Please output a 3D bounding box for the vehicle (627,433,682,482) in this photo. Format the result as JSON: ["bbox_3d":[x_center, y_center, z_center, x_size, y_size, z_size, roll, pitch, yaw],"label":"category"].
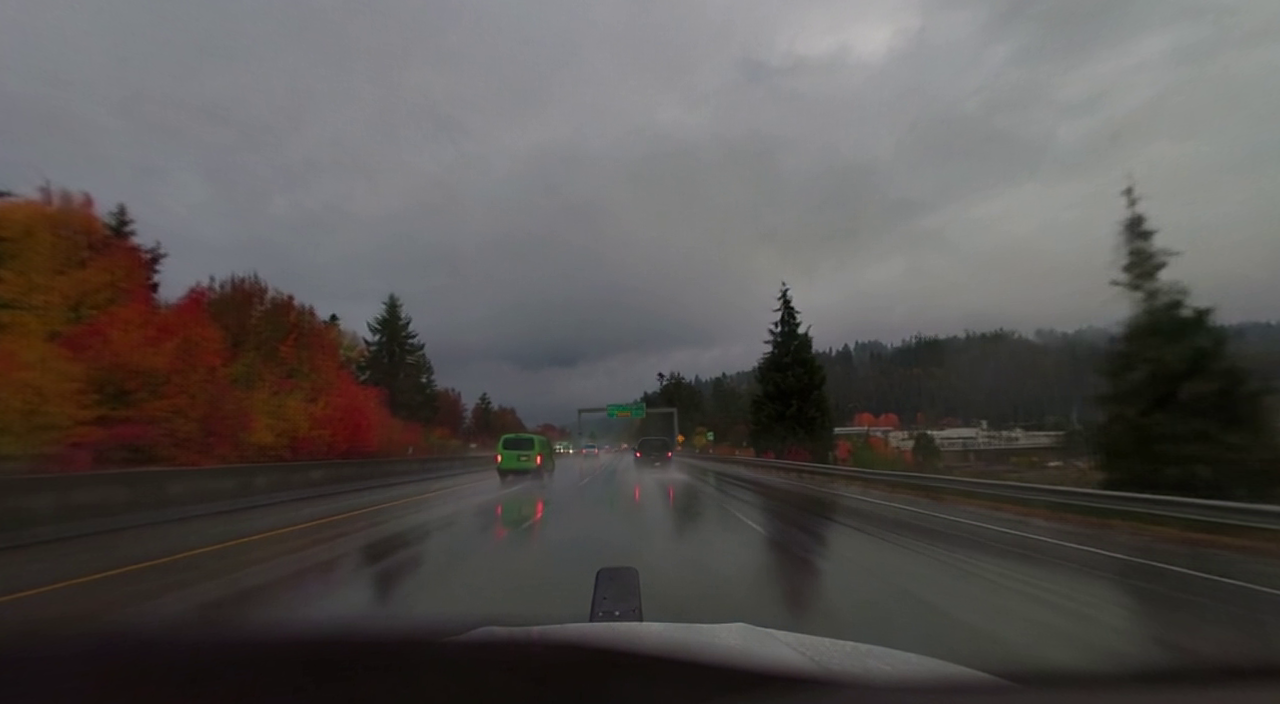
[{"bbox_3d":[0.534,4.614,27.589,2.179,1.930,4.538,0,-9,-2],"label":"vehicle"}]

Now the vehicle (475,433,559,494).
[{"bbox_3d":[-3.952,3.671,20.889,2.021,1.790,3.907,0,-9,0],"label":"vehicle"}]
